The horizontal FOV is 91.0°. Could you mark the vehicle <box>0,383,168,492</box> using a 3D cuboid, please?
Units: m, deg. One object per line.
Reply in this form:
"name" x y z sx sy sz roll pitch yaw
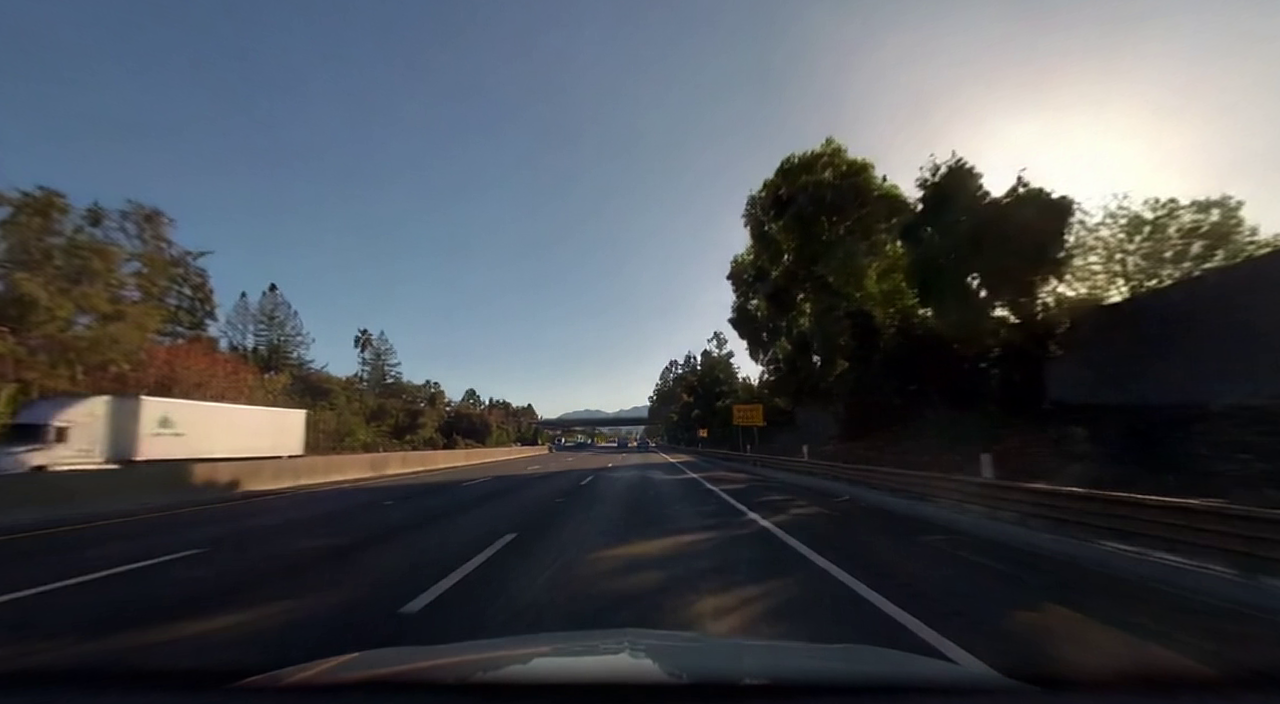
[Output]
"vehicle" -23.175 3.529 25.949 2.978 4.016 5.378 0 -8 0
